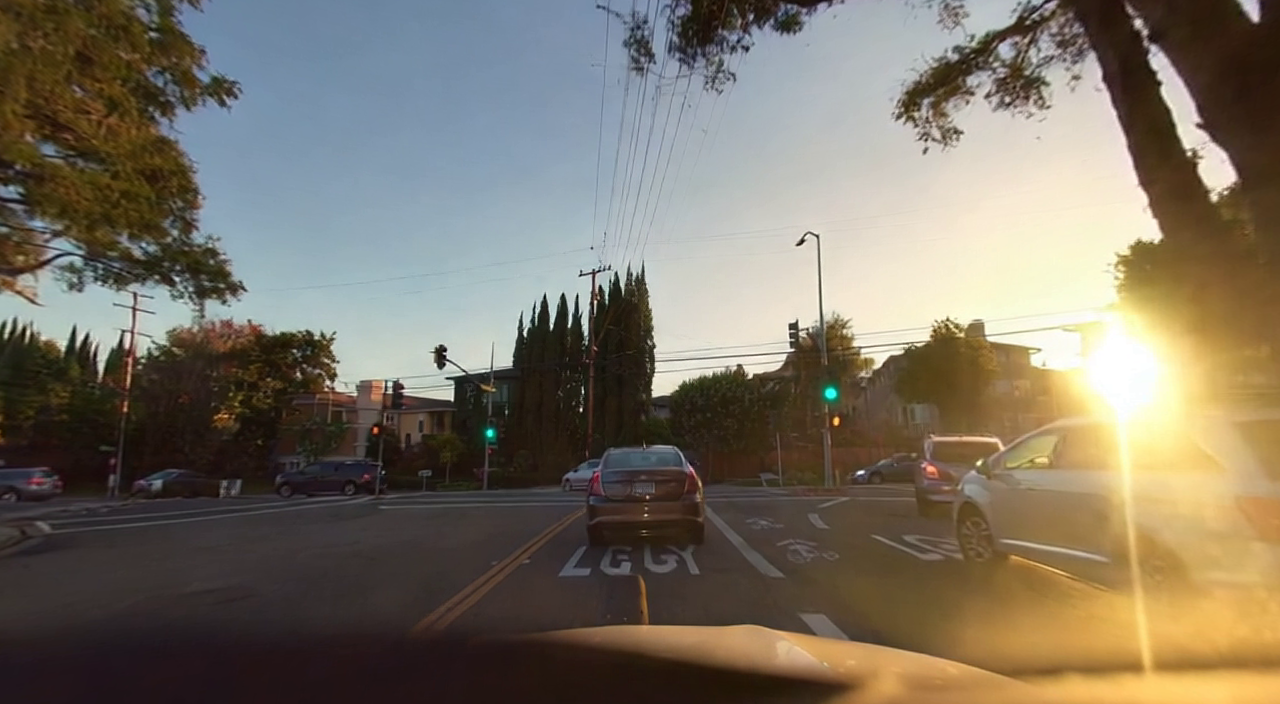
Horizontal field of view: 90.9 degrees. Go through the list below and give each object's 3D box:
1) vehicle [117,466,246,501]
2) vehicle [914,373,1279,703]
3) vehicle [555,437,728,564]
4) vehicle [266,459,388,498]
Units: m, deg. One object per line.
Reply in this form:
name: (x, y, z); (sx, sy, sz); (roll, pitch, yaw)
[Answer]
vehicle: (-21.074, 6.034, 29.059); (4.736, 1.475, 1.921); (-2, -9, 9)
vehicle: (4.585, 1.383, 5.941); (2.095, 1.836, 4.895); (-1, -9, 4)
vehicle: (0.060, 2.131, 9.890); (2.078, 1.506, 4.512); (0, -9, 1)
vehicle: (-13.879, 5.592, 28.065); (4.485, 1.625, 1.980); (-2, -9, 10)
